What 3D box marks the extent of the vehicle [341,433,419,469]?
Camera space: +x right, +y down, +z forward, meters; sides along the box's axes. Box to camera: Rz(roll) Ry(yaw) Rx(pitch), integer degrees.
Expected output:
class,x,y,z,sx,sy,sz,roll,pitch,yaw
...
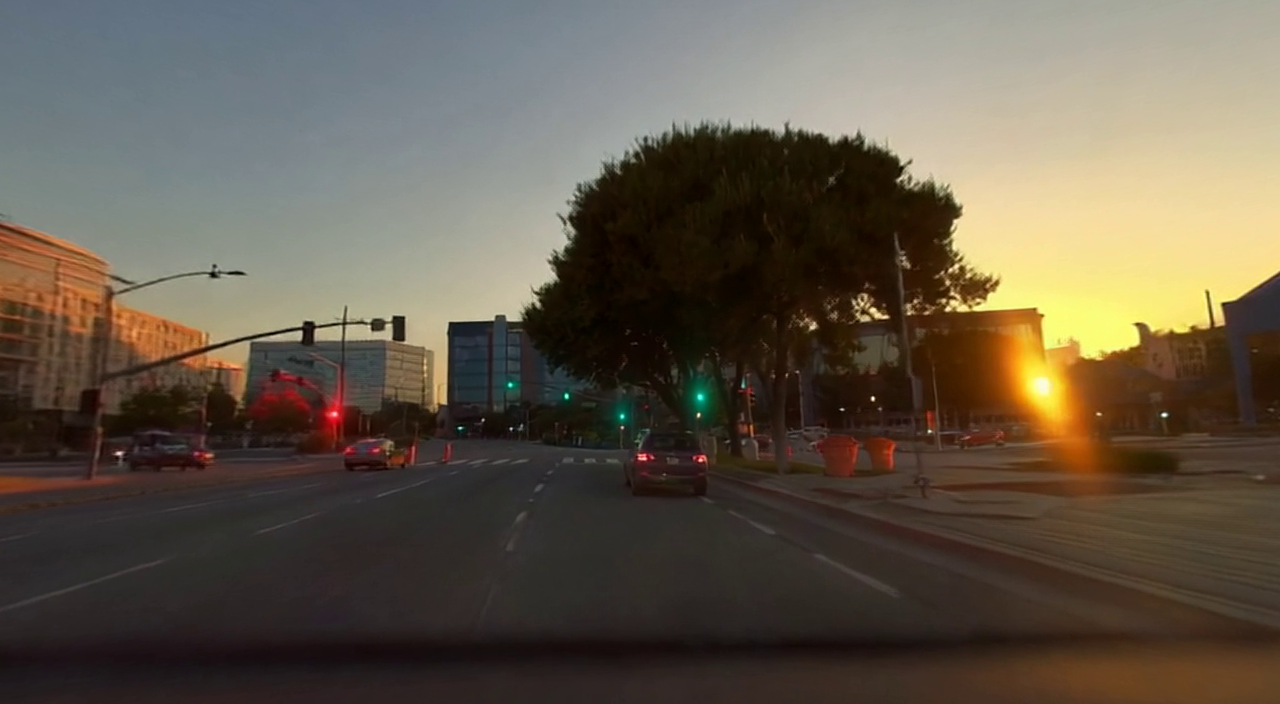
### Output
class,x,y,z,sx,sy,sz,roll,pitch,yaw
vehicle,-11.496,4.391,28.252,1.924,1.458,4.448,1,-8,-5

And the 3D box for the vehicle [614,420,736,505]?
class,x,y,z,sx,sy,sz,roll,pitch,yaw
vehicle,0.611,2.510,14.772,2.230,1.683,4.204,1,-8,-5

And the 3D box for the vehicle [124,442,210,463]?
class,x,y,z,sx,sy,sz,roll,pitch,yaw
vehicle,-35.521,7.532,47.540,4.692,1.476,1.992,1,-8,-6
